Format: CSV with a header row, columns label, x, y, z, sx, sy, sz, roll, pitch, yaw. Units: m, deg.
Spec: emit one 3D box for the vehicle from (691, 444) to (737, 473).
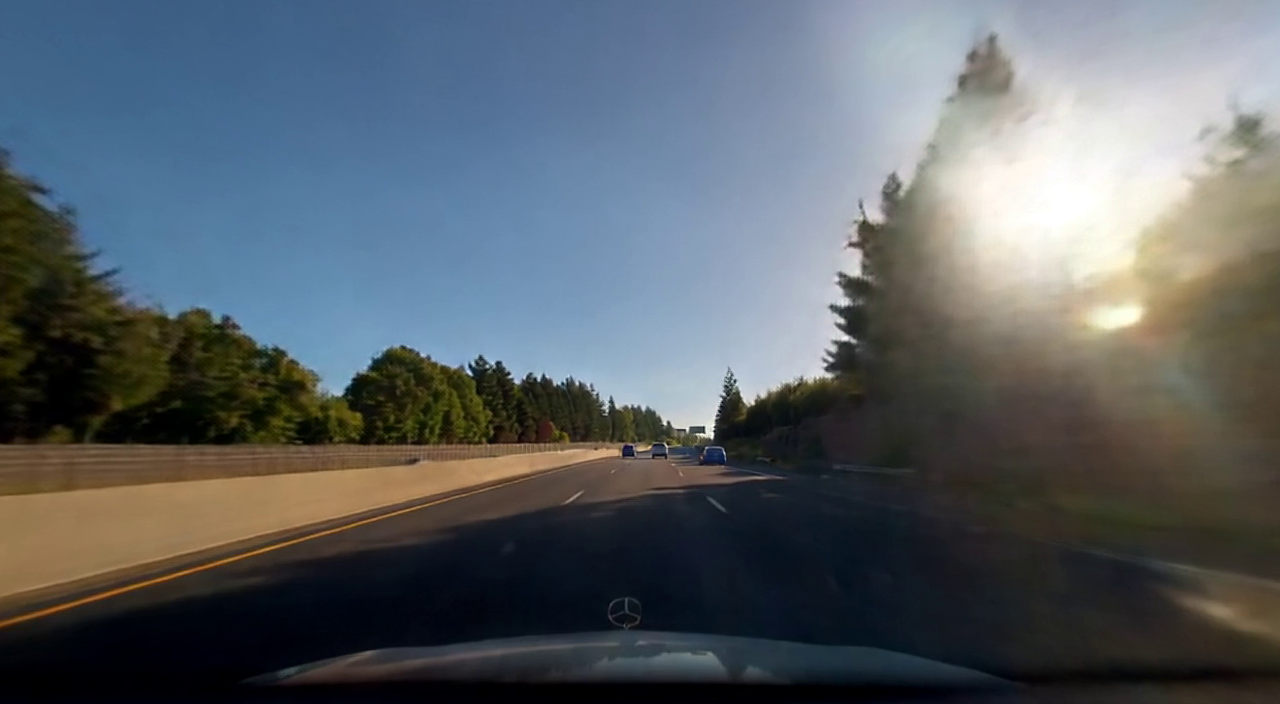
label,x,y,z,sx,sy,sz,roll,pitch,yaw
vehicle,4.290,6.227,37.030,2.175,1.574,3.943,0,-9,0
